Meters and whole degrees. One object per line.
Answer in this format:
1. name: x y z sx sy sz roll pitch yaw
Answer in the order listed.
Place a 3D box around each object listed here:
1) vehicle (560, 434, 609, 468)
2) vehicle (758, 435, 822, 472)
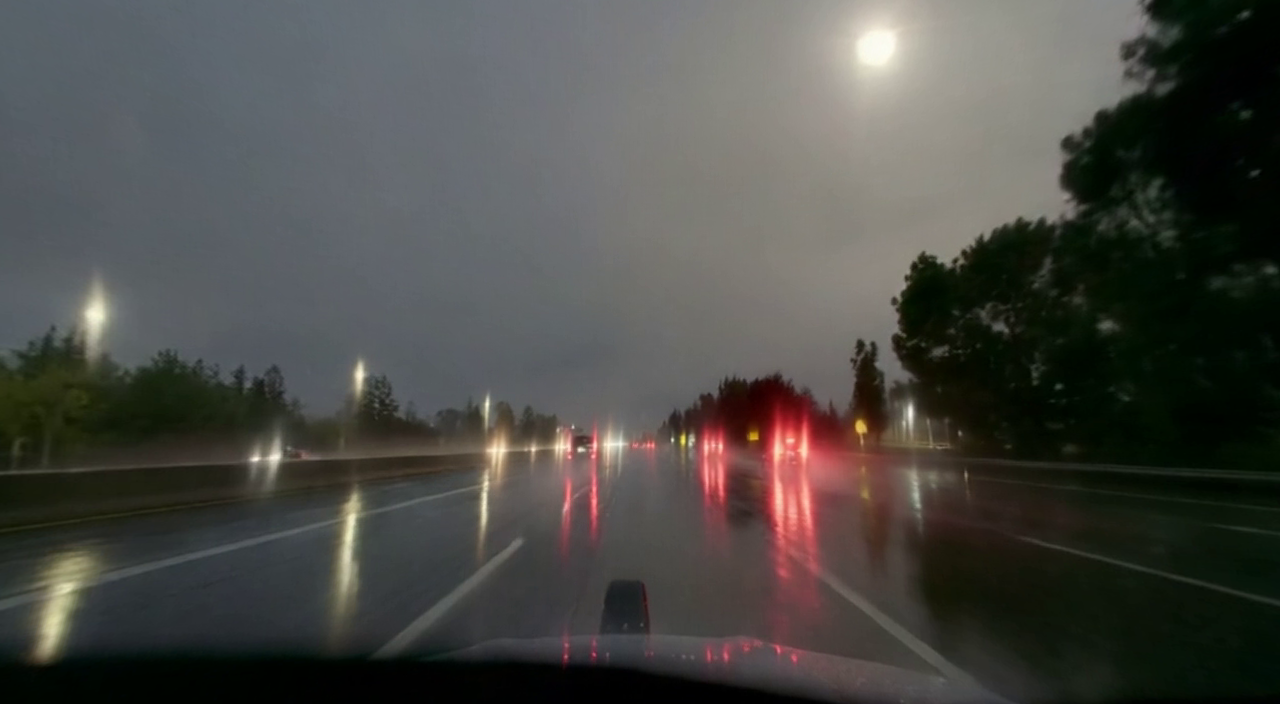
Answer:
1. vehicle: -3.291 6.051 38.715 2.453 1.952 5.320 0 -8 1
2. vehicle: 7.391 5.053 31.433 2.063 1.706 4.259 0 -8 -1
